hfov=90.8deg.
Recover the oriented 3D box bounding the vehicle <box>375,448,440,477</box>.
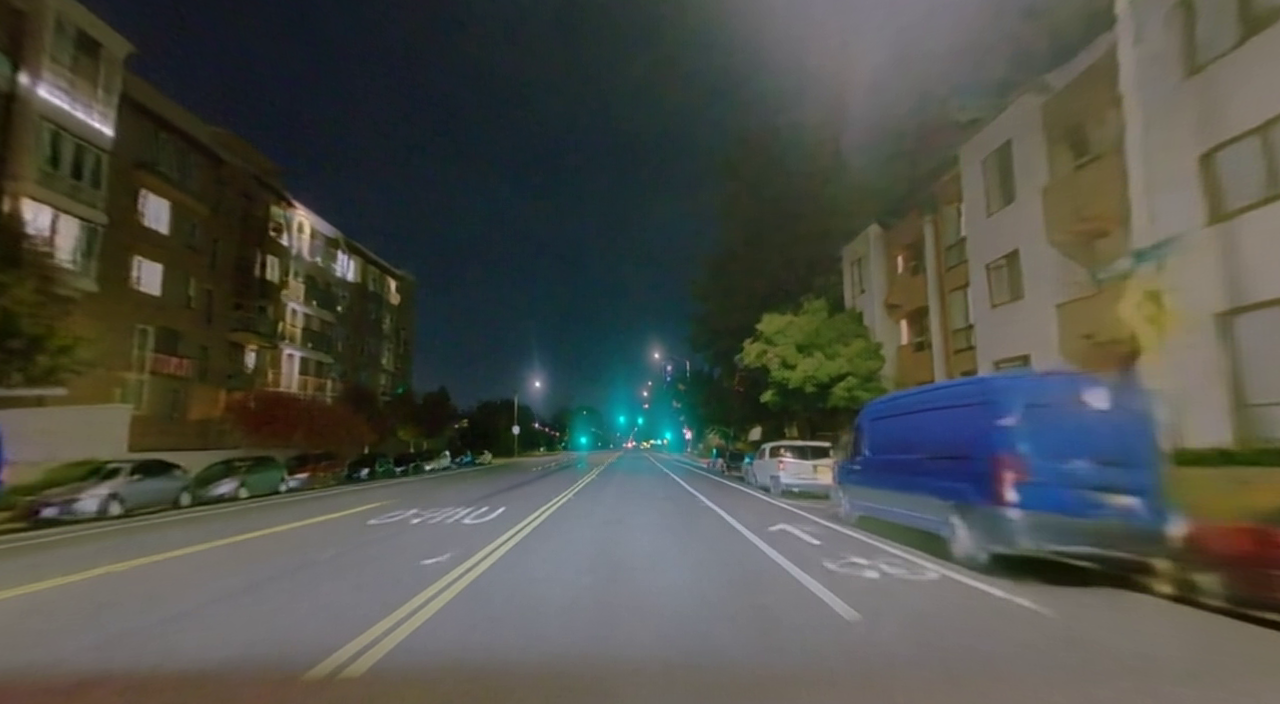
[{"bbox_3d":[-12.952,6.177,35.561,1.954,1.491,4.633,0,-8,-1],"label":"vehicle"}]

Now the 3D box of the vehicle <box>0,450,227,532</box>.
[{"bbox_3d":[-12.408,3.220,15.349,1.892,1.472,4.523,-2,-7,-3],"label":"vehicle"}]

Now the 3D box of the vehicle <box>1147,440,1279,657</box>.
[{"bbox_3d":[5.568,1.195,3.245,1.848,1.468,4.332,2,-9,-12],"label":"vehicle"}]

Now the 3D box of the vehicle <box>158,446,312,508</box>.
[{"bbox_3d":[-12.793,3.927,20.417,1.880,1.583,4.652,-3,-8,1],"label":"vehicle"}]

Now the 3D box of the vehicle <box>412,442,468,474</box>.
[{"bbox_3d":[-12.940,6.864,41.310,2.149,1.865,5.247,-2,-8,-2],"label":"vehicle"}]

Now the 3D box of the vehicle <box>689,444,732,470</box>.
[{"bbox_3d":[4.255,6.427,38.861,1.923,1.493,4.628,1,-8,-2],"label":"vehicle"}]

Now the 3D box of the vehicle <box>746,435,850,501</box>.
[{"bbox_3d":[4.586,3.411,19.135,1.927,1.718,4.679,0,-8,0],"label":"vehicle"}]

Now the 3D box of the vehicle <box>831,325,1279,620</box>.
[{"bbox_3d":[4.898,1.500,8.746,2.414,2.670,5.833,1,-8,-3],"label":"vehicle"}]
